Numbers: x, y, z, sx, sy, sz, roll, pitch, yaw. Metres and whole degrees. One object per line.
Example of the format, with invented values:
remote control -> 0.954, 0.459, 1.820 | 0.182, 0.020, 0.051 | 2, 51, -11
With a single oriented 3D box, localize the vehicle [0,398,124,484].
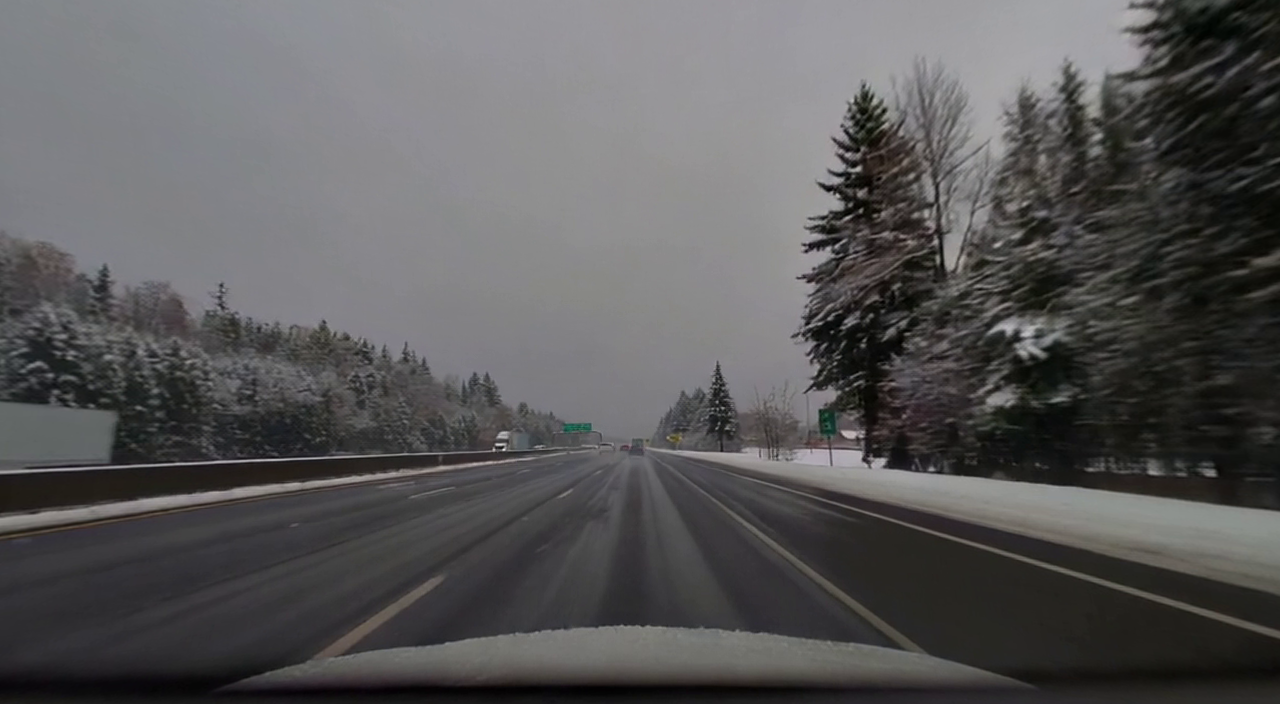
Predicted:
vehicle -> -29.744, 4.300, 30.277 | 2.850, 3.745, 8.468 | 0, -9, -2
